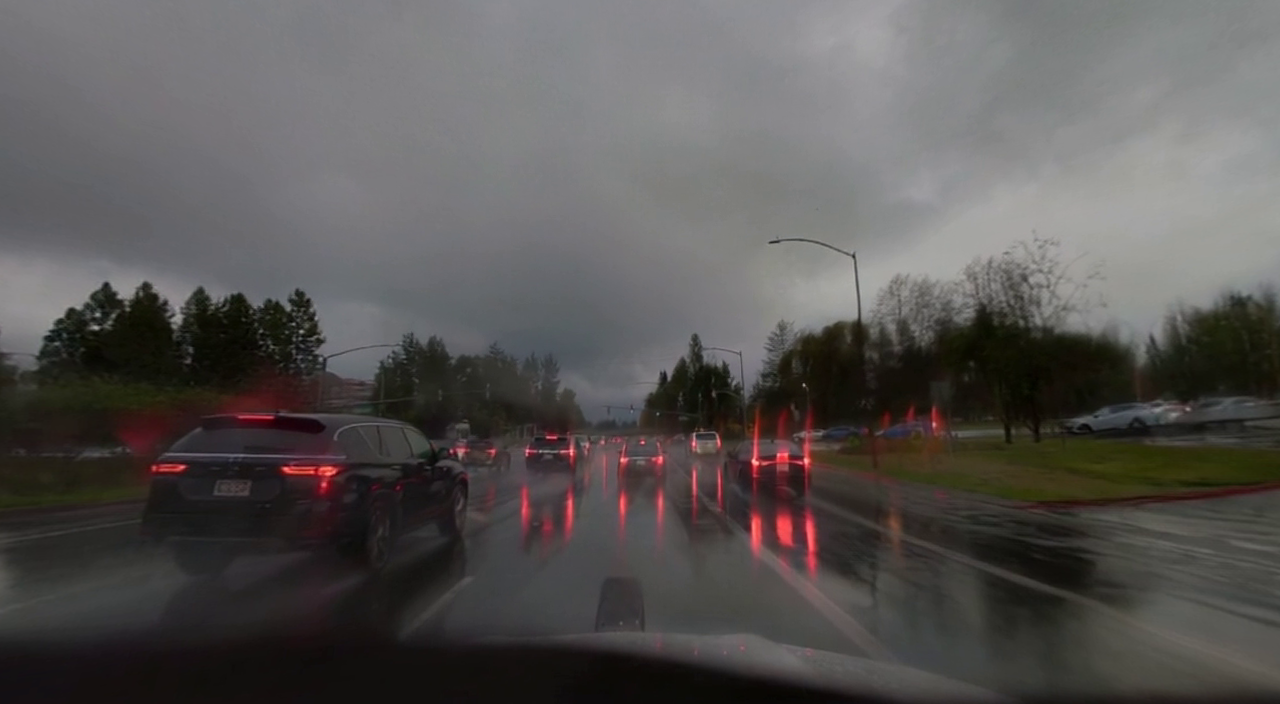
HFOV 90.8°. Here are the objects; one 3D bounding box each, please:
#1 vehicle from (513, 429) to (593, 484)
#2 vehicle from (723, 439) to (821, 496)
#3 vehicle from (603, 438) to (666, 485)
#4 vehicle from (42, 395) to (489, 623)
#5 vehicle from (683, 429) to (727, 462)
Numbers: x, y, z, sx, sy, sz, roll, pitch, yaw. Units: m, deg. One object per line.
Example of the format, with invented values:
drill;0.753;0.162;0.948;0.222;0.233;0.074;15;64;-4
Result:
vehicle;-3.079;3.833;23.479;2.218;1.829;4.492;0;-8;2
vehicle;3.726;3.322;18.583;1.884;1.463;4.195;0;-8;-1
vehicle;-0.161;3.852;22.512;2.030;1.477;4.330;0;-8;1
vehicle;-3.519;1.595;7.567;2.111;1.745;5.274;0;-8;0
vehicle;3.798;5.557;37.621;2.099;1.845;4.363;0;-8;-1
